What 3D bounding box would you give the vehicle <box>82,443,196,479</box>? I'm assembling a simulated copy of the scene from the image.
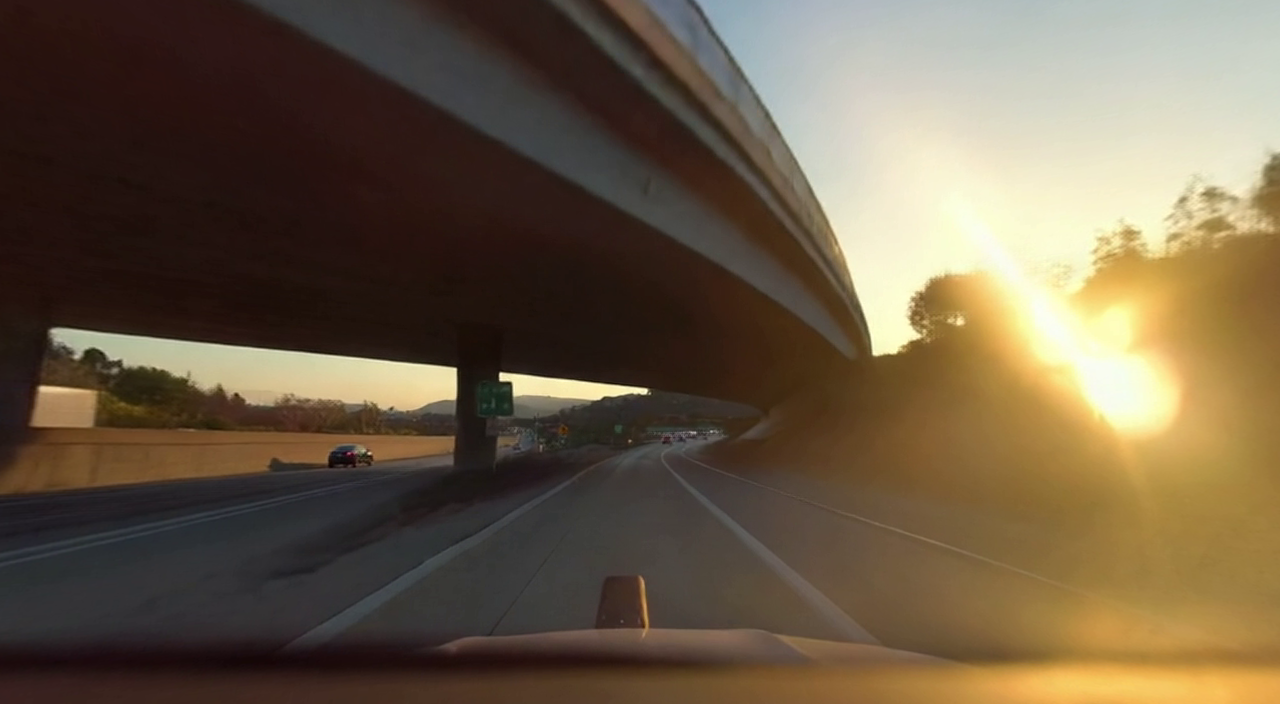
[{"bbox_3d":[-27.406,5.947,34.752,2.220,1.806,5.471,1,-8,-6],"label":"vehicle"}]
